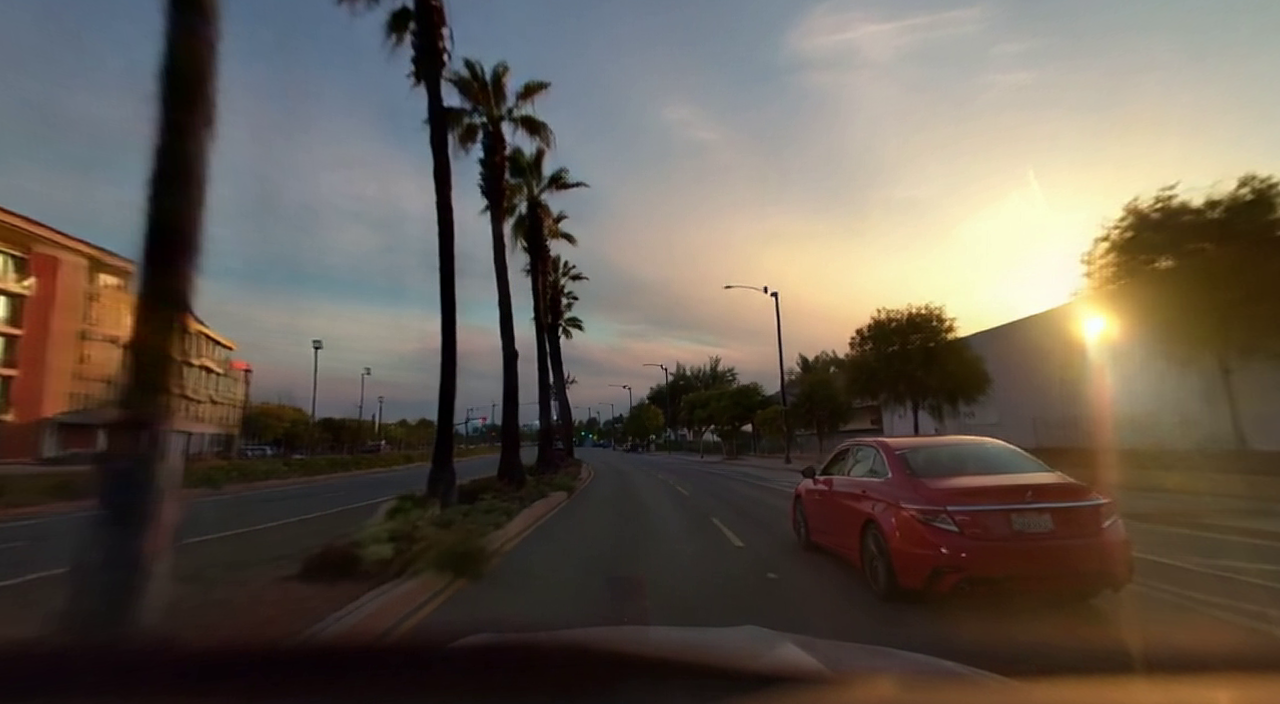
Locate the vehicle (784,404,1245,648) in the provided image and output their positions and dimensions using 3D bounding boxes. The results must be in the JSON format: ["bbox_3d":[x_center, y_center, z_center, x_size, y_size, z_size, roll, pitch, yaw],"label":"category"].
[{"bbox_3d":[2.932,1.439,6.298,1.867,1.554,4.301,0,-8,-1],"label":"vehicle"}]
